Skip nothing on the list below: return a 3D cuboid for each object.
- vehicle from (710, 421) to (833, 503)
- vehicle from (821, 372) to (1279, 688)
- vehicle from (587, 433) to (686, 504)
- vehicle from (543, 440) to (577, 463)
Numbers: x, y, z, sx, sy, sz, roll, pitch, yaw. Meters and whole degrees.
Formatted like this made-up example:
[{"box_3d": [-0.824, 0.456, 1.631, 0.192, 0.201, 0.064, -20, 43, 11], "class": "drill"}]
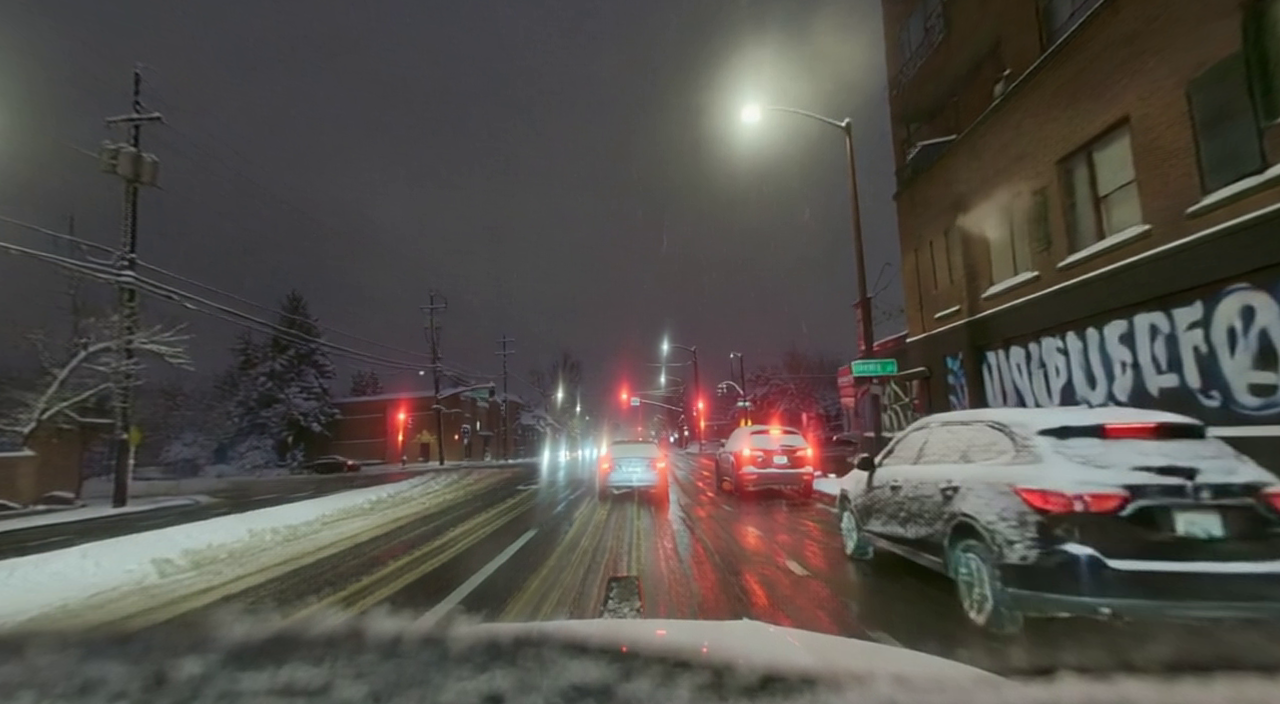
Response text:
[{"box_3d": [3.172, 2.782, 16.233, 2.060, 1.783, 4.579, 0, -9, -1], "class": "vehicle"}, {"box_3d": [3.283, 1.295, 5.694, 1.938, 1.714, 4.402, 0, -9, 0], "class": "vehicle"}, {"box_3d": [-0.053, 2.868, 15.891, 2.153, 1.505, 4.452, 0, -9, 1], "class": "vehicle"}, {"box_3d": [-6.036, 7.576, 47.836, 2.059, 1.699, 4.252, 0, -9, 1], "class": "vehicle"}]
